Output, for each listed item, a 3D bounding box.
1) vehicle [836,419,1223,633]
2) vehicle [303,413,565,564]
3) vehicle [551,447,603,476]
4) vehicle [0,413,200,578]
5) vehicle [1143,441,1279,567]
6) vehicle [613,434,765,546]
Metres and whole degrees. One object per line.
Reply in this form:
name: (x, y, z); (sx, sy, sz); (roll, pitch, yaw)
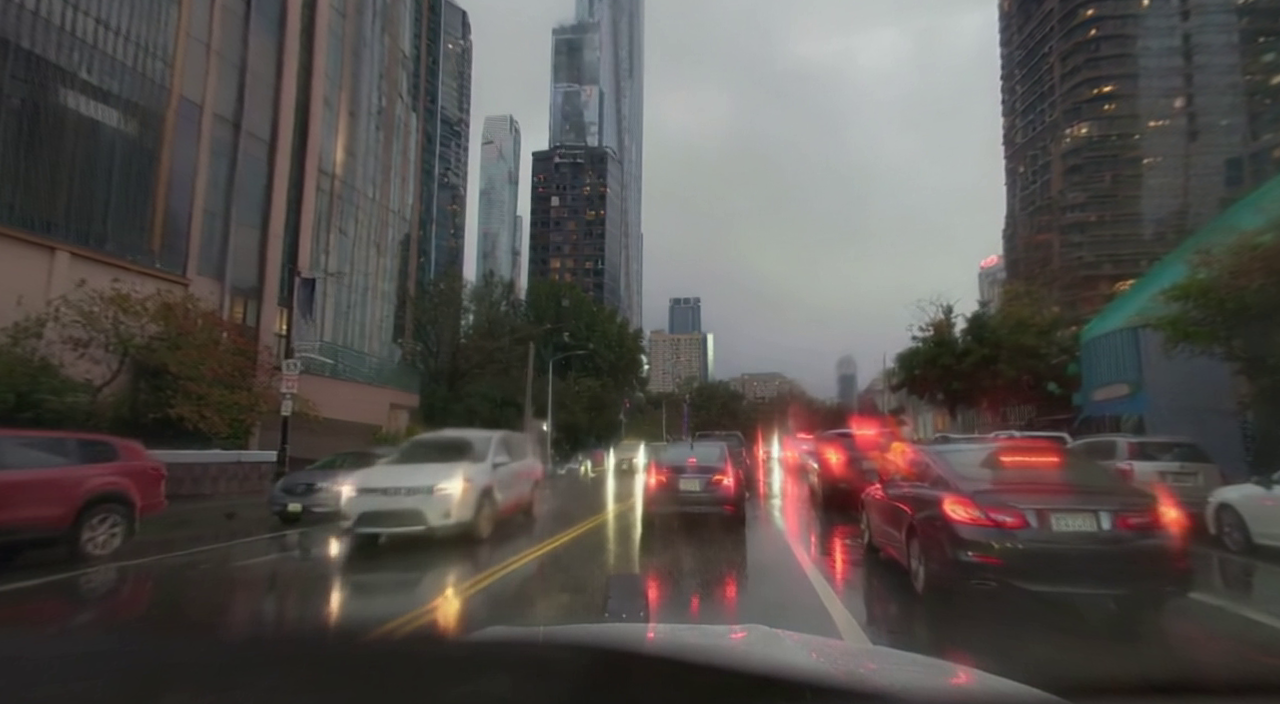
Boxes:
vehicle: (3.469, 1.567, 6.755); (1.982, 1.510, 4.144); (-1, -8, 9)
vehicle: (-2.710, 1.926, 9.691); (2.030, 1.730, 4.453); (-1, -8, 8)
vehicle: (-3.511, 6.222, 36.072); (1.930, 1.480, 4.174); (-1, -8, 9)
vehicle: (-7.874, 1.694, 7.265); (1.934, 1.770, 4.546); (-6, -9, 9)
vehicle: (8.605, 1.813, 7.492); (1.901, 1.500, 4.729); (-1, -8, 9)
vehicle: (0.910, 2.122, 10.378); (2.031, 1.461, 3.763); (-1, -8, 8)
